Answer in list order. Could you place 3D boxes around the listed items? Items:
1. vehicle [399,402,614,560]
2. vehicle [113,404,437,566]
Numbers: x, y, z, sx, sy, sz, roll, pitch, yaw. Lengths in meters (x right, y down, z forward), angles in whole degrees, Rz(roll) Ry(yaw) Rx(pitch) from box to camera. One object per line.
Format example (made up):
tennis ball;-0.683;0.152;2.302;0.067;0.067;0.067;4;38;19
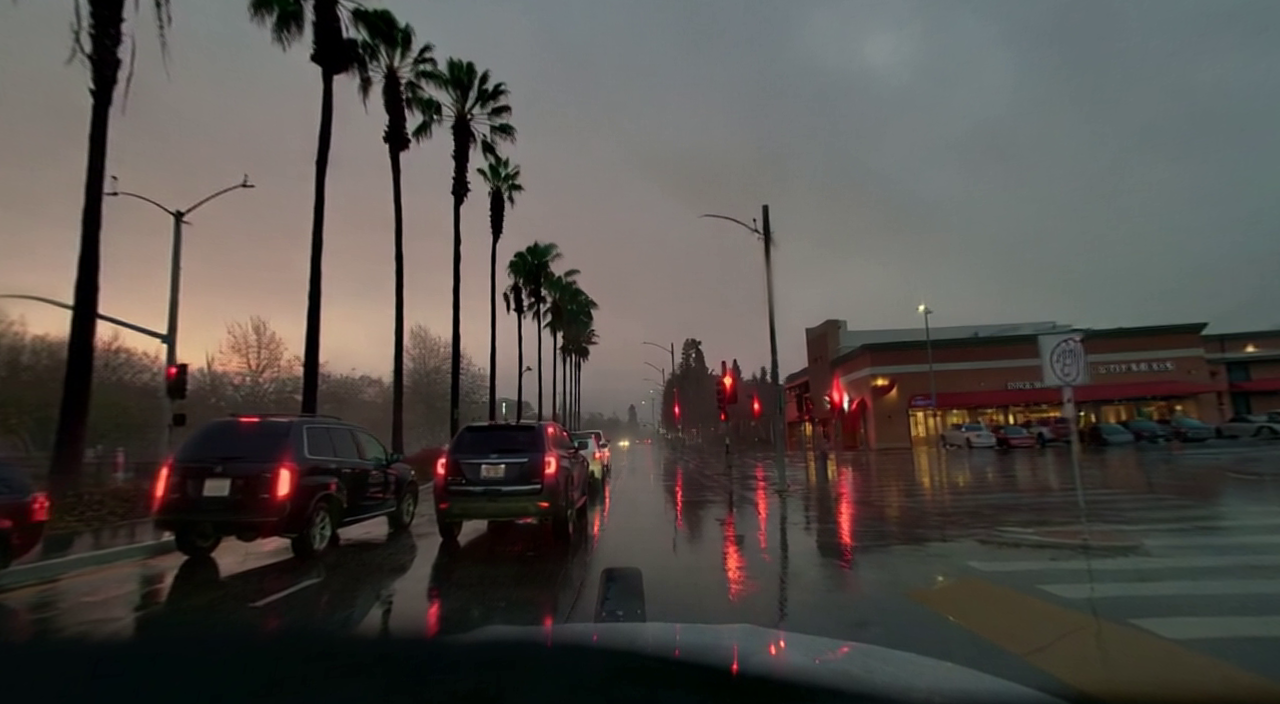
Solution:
vehicle;-1.590;1.783;9.336;2.153;1.759;4.320;0;-9;1
vehicle;-5.023;1.903;9.792;2.025;1.862;4.804;0;-9;2
